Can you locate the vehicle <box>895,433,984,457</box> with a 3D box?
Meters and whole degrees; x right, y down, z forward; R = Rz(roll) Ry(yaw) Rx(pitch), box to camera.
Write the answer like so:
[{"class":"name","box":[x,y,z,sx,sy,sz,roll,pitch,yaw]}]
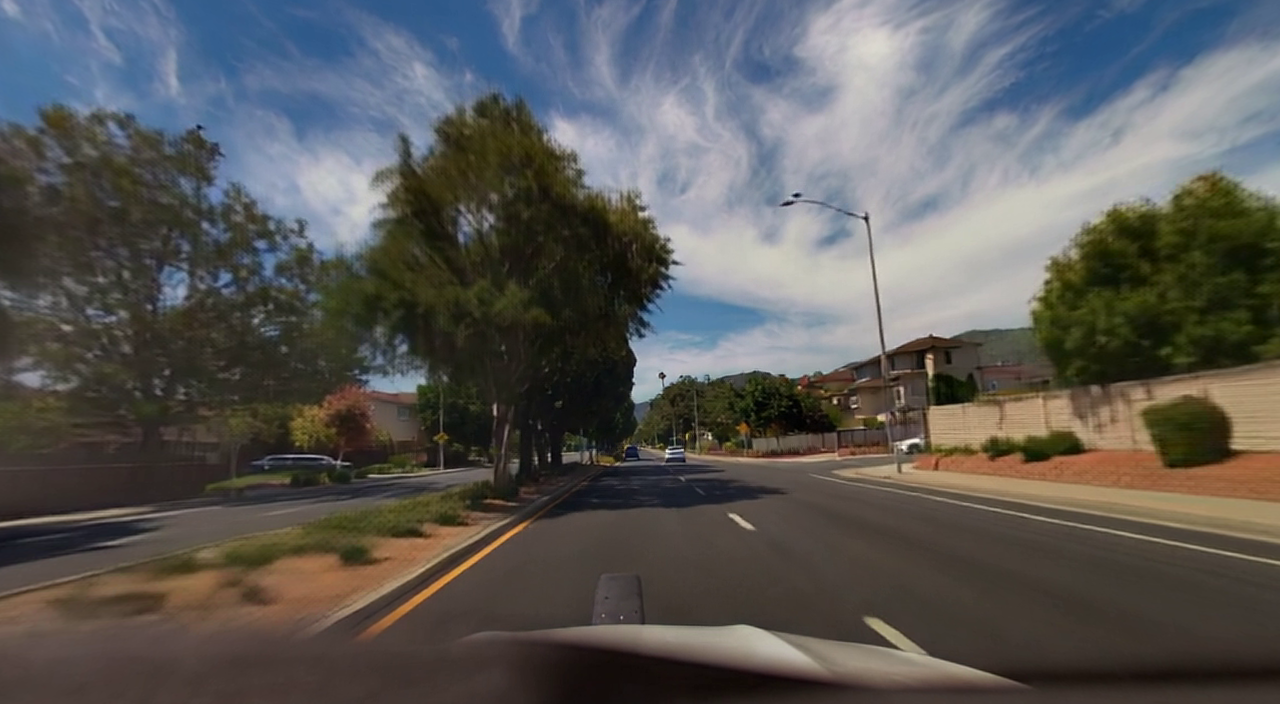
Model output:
[{"class":"vehicle","box":[18.782,5.870,39.769,4.536,1.453,2.128,0,-9,-2]}]
